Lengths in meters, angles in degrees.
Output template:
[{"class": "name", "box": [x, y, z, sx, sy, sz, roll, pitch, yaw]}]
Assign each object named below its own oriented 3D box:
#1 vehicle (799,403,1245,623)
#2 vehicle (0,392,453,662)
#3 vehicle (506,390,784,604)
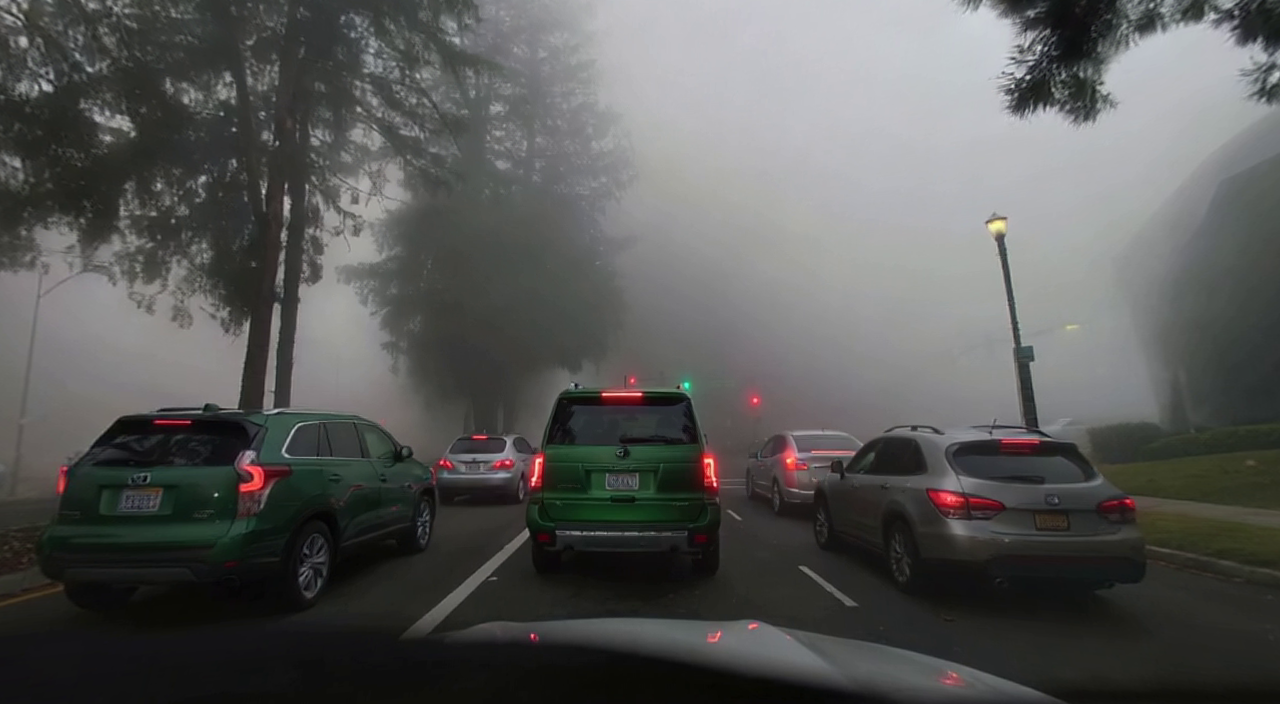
[{"class": "vehicle", "box": [3.476, 1.551, 7.044, 2.202, 1.657, 4.298, 0, -9, -1]}, {"class": "vehicle", "box": [-3.375, 1.373, 5.967, 1.961, 1.639, 4.064, 0, -9, 0]}, {"class": "vehicle", "box": [0.020, 1.489, 7.248, 2.294, 1.761, 3.857, 0, -9, -1]}]
